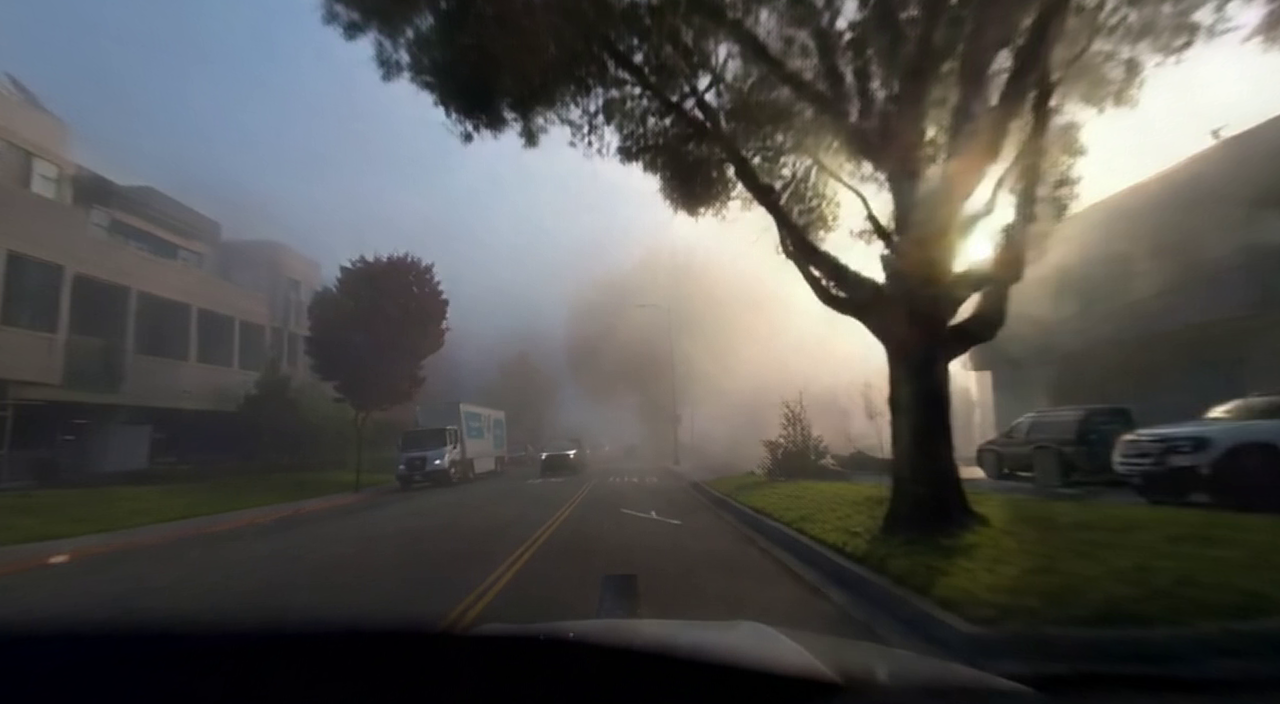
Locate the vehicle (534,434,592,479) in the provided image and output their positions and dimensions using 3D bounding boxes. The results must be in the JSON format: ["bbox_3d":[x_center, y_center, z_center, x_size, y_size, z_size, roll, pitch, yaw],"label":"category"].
[{"bbox_3d":[-3.399,4.700,28.578,2.118,1.864,4.640,0,-8,-1],"label":"vehicle"}]

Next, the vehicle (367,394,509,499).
[{"bbox_3d":[-9.113,4.291,30.389,2.986,3.768,11.697,-6,-6,-1],"label":"vehicle"}]

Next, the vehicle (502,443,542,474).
[{"bbox_3d":[-7.936,7.155,42.732,1.950,1.743,4.312,-2,-6,-1],"label":"vehicle"}]
